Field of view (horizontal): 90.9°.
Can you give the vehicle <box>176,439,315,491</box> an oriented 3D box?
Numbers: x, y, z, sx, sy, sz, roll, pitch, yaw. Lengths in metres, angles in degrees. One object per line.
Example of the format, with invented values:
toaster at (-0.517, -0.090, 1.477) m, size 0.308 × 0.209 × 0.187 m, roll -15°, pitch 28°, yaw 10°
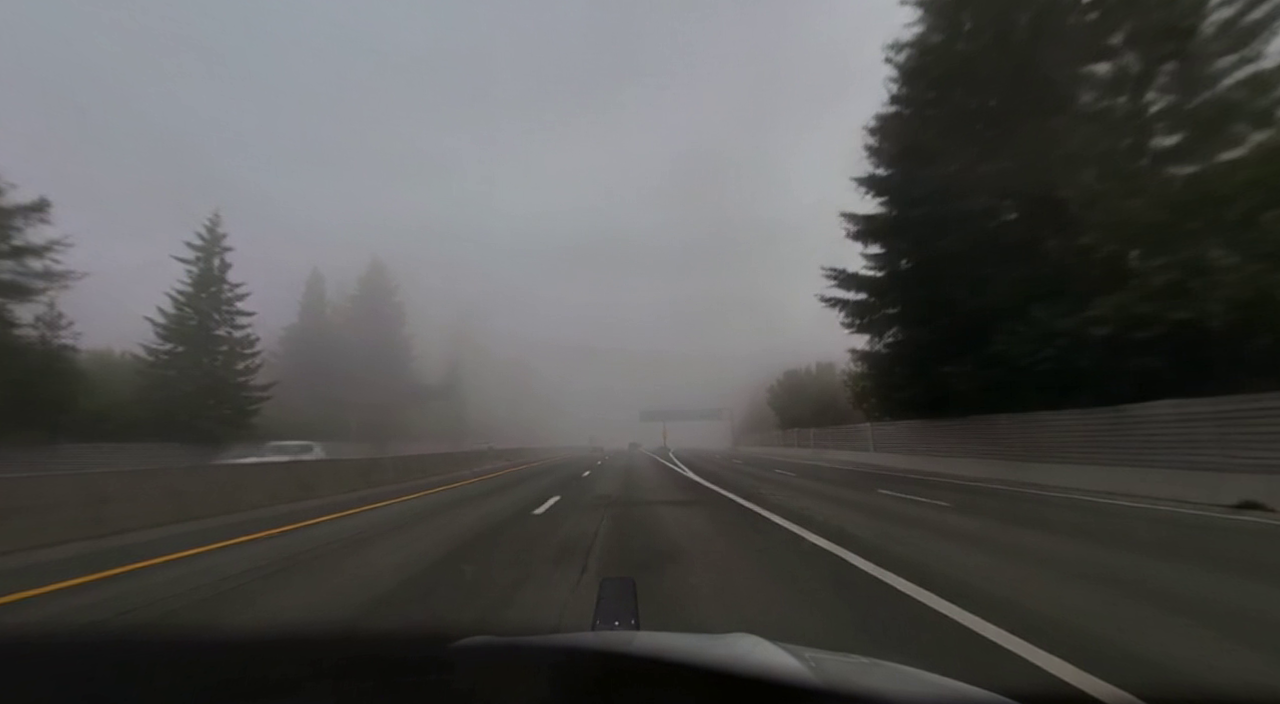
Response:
vehicle at (-12.791, 3.651, 20.807) m, size 1.954 × 1.492 × 4.196 m, roll 0°, pitch -8°, yaw -1°
